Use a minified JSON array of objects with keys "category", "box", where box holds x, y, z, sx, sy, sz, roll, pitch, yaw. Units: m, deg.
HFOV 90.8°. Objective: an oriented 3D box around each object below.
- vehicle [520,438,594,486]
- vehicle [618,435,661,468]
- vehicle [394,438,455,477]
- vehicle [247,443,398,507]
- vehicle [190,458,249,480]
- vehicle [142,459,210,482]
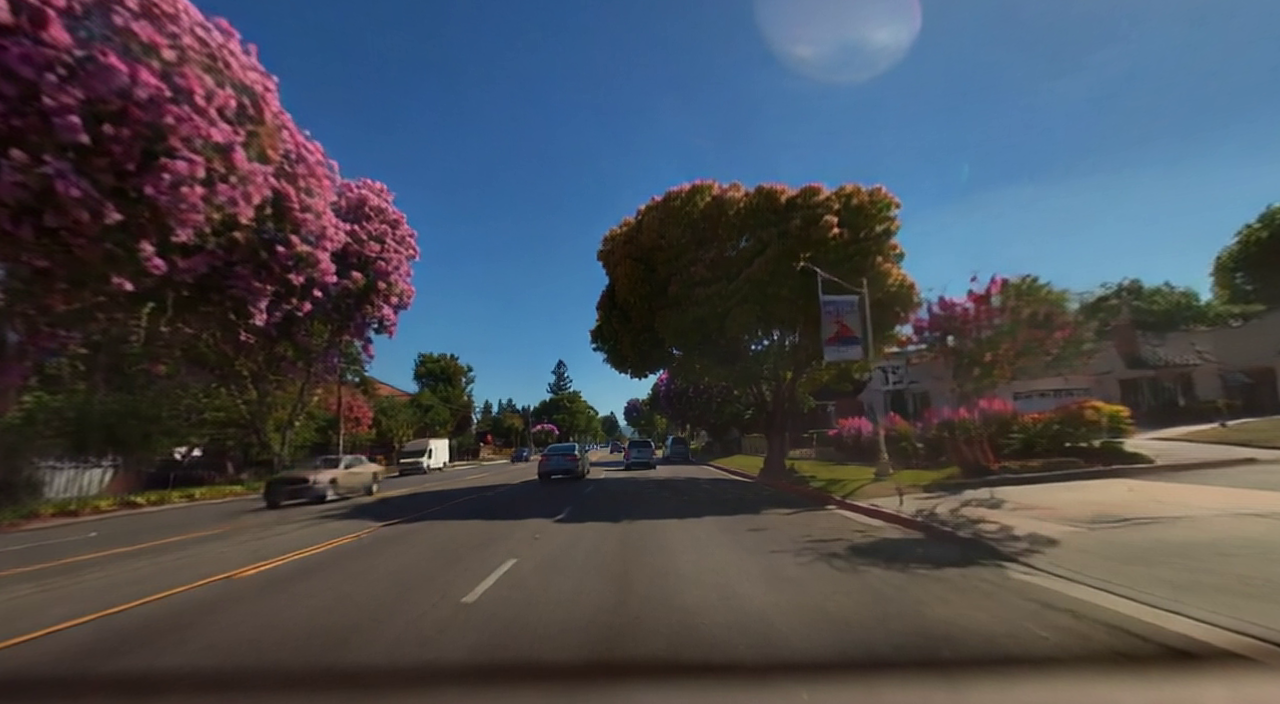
[{"category":"vehicle","box":[-2.991,4.077,23.740,2.167,1.634,4.220,0,-9,0]},{"category":"vehicle","box":[-0.064,5.843,37.131,2.376,1.801,4.317,0,-9,-1]},{"category":"vehicle","box":[-16.362,7.975,48.359,2.474,2.431,6.256,-5,-7,-1]},{"category":"vehicle","box":[-9.855,3.816,20.213,2.147,1.741,5.166,0,-9,0]},{"category":"vehicle","box":[-31.729,8.854,47.732,3.292,1.374,1.616,-3,-8,-2]},{"category":"vehicle","box":[-31.489,8.038,42.911,3.340,1.400,1.578,-1,-8,-1]}]
